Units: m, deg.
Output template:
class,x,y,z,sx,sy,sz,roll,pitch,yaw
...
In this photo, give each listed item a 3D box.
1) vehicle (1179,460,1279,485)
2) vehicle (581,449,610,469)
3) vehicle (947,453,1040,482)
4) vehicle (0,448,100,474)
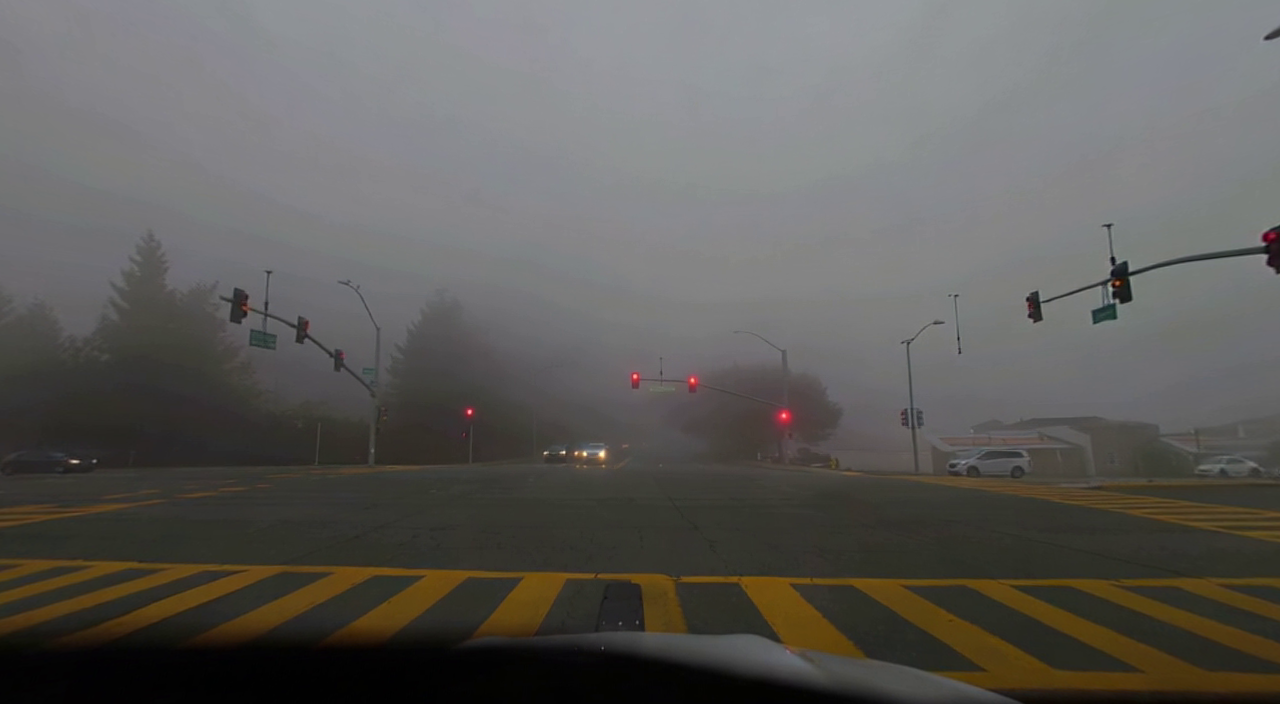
class,x,y,z,sx,sy,sz,roll,pitch,yaw
vehicle,36.204,7.318,38.298,4.976,1.428,1.929,0,-8,-2
vehicle,-3.468,8.393,49.384,1.908,1.441,4.142,0,-8,1
vehicle,21.078,6.871,37.591,4.447,1.623,1.801,0,-9,-3
vehicle,-35.151,6.428,37.176,4.741,1.447,1.807,0,-9,0
